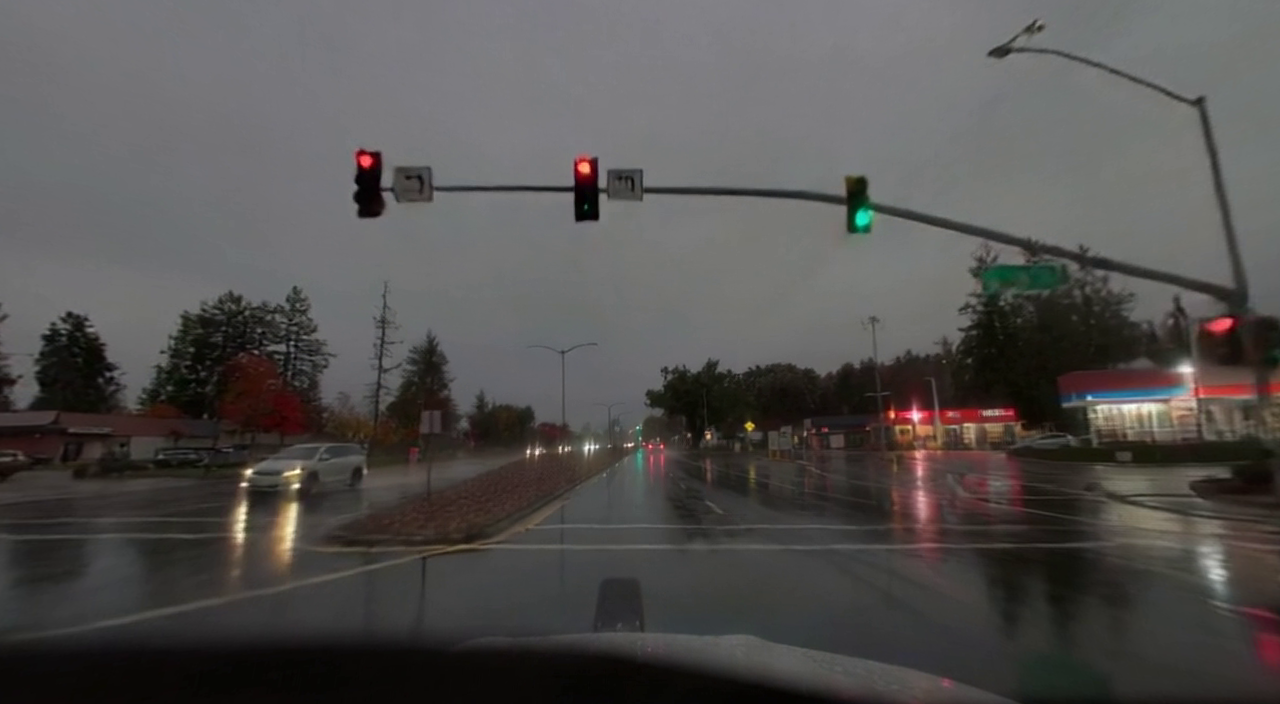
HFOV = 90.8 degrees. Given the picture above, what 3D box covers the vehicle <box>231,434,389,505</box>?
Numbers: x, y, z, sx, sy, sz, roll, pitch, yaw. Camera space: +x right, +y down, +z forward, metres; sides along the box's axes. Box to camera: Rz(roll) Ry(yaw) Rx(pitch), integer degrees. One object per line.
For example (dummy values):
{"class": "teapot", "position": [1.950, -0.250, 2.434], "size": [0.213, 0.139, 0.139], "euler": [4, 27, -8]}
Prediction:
{"class": "vehicle", "position": [-8.450, 3.048, 16.706], "size": [1.913, 1.478, 4.312], "euler": [-4, -9, -1]}
